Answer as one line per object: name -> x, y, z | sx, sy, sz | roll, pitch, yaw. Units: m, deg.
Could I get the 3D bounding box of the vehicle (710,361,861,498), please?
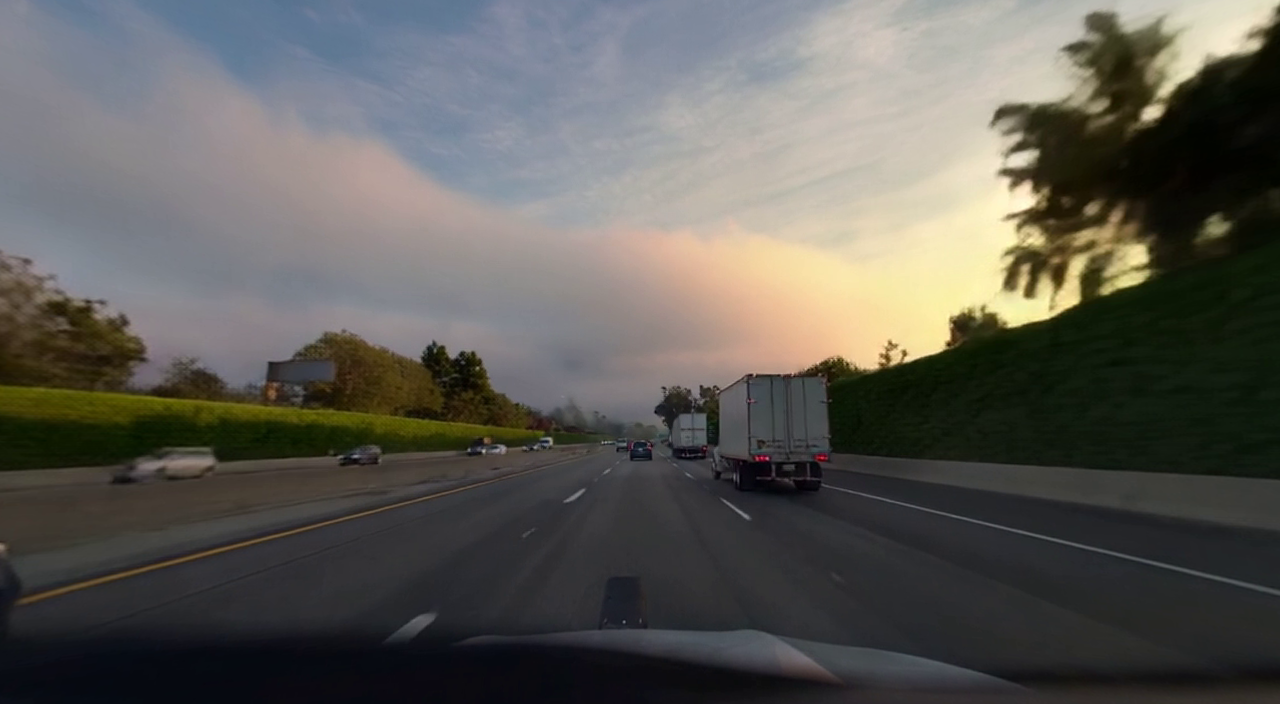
vehicle -> 4.026, 2.487, 19.708 | 2.742, 3.383, 8.285 | 0, -8, 0

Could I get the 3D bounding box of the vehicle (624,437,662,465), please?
vehicle -> 0.223, 6.552, 41.767 | 2.389, 1.760, 4.473 | 0, -8, 0

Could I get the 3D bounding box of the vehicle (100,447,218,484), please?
vehicle -> -20.513, 4.810, 27.085 | 1.736, 1.426, 4.120 | 0, -8, 1

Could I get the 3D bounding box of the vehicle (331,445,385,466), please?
vehicle -> -20.872, 7.682, 46.778 | 1.836, 1.449, 4.638 | 0, -8, 1
